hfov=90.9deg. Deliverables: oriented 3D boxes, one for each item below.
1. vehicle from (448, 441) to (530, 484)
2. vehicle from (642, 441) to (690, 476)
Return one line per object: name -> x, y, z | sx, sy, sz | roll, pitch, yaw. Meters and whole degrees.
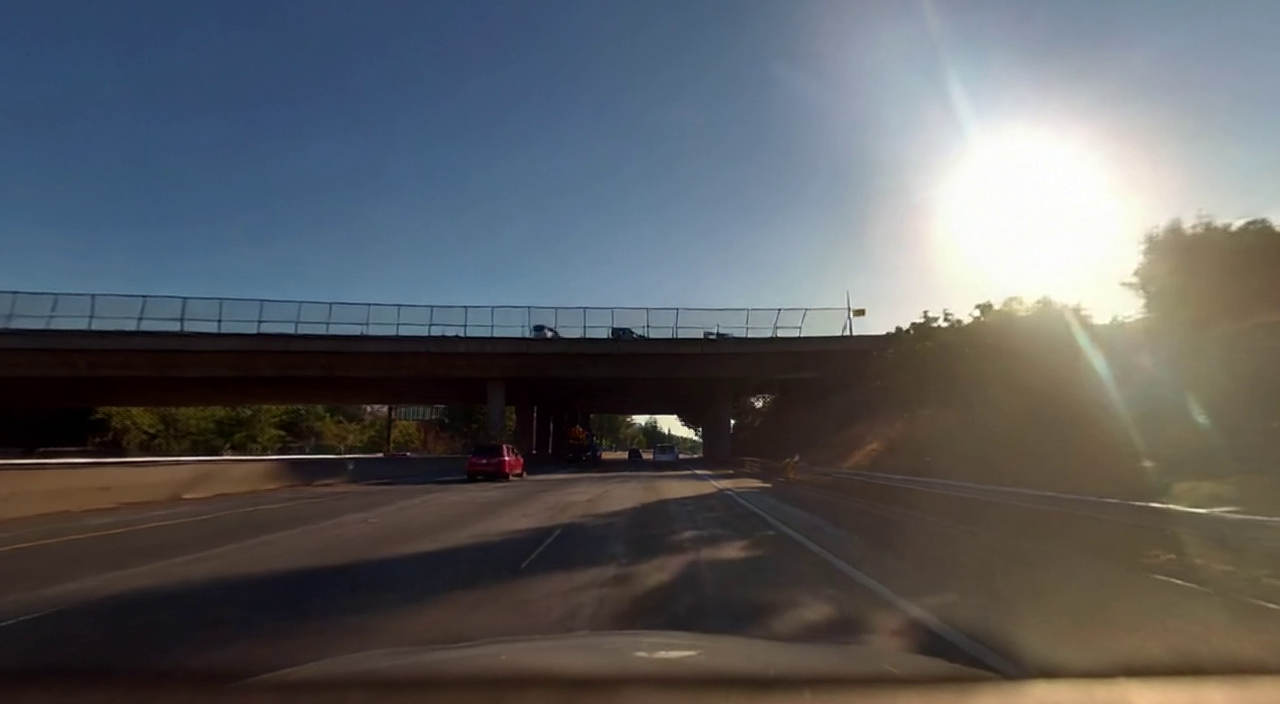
vehicle -> -6.242, 4.602, 26.746 | 2.115, 1.644, 4.513 | 0, -8, 3
vehicle -> 1.381, 5.608, 33.445 | 2.336, 1.722, 4.212 | 0, -8, 3
